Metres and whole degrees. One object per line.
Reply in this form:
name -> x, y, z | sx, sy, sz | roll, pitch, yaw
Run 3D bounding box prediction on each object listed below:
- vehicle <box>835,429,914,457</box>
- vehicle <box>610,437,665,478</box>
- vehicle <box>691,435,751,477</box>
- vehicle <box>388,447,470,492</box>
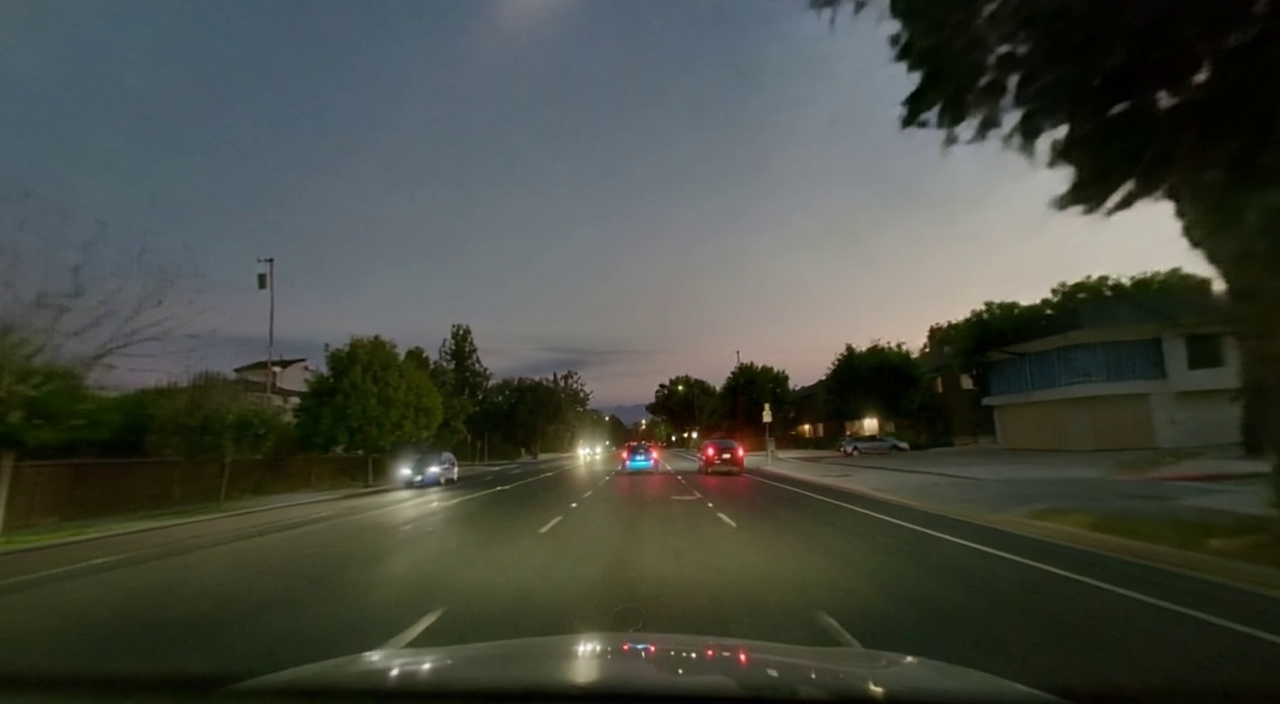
vehicle -> 15.337, 5.997, 41.376 | 4.378, 1.754, 2.007 | 1, -9, 1
vehicle -> -0.124, 4.585, 27.601 | 2.200, 1.653, 4.127 | 0, -8, 0
vehicle -> 3.478, 4.578, 28.007 | 2.024, 1.711, 4.512 | 0, -8, -1
vehicle -> -9.526, 5.287, 28.887 | 2.101, 1.703, 4.481 | -5, -9, 1
